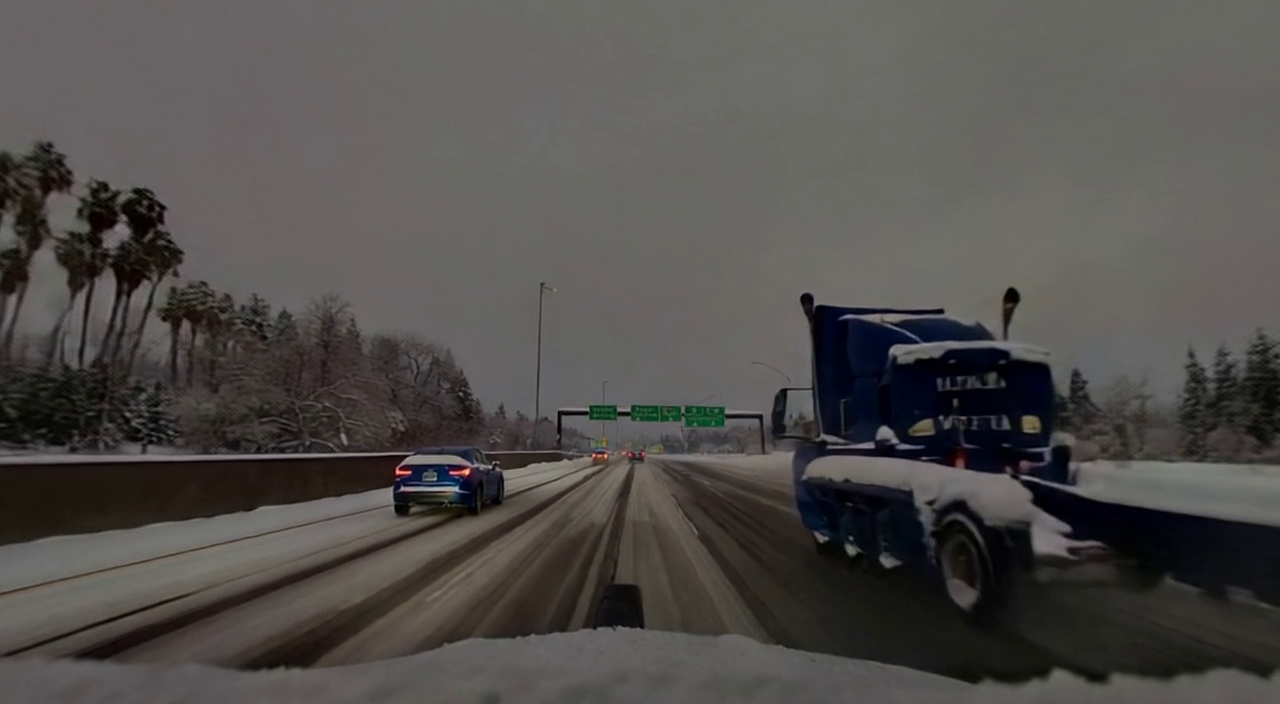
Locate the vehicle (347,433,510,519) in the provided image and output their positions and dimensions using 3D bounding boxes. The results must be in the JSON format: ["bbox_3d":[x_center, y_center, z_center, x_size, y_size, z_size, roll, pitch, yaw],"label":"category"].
[{"bbox_3d":[-4.272,2.570,13.571,2.120,1.537,4.139,0,-9,-1],"label":"vehicle"}]

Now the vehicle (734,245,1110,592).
[{"bbox_3d":[3.533,1.110,9.990,3.073,3.886,5.856,0,-9,-1],"label":"vehicle"}]
